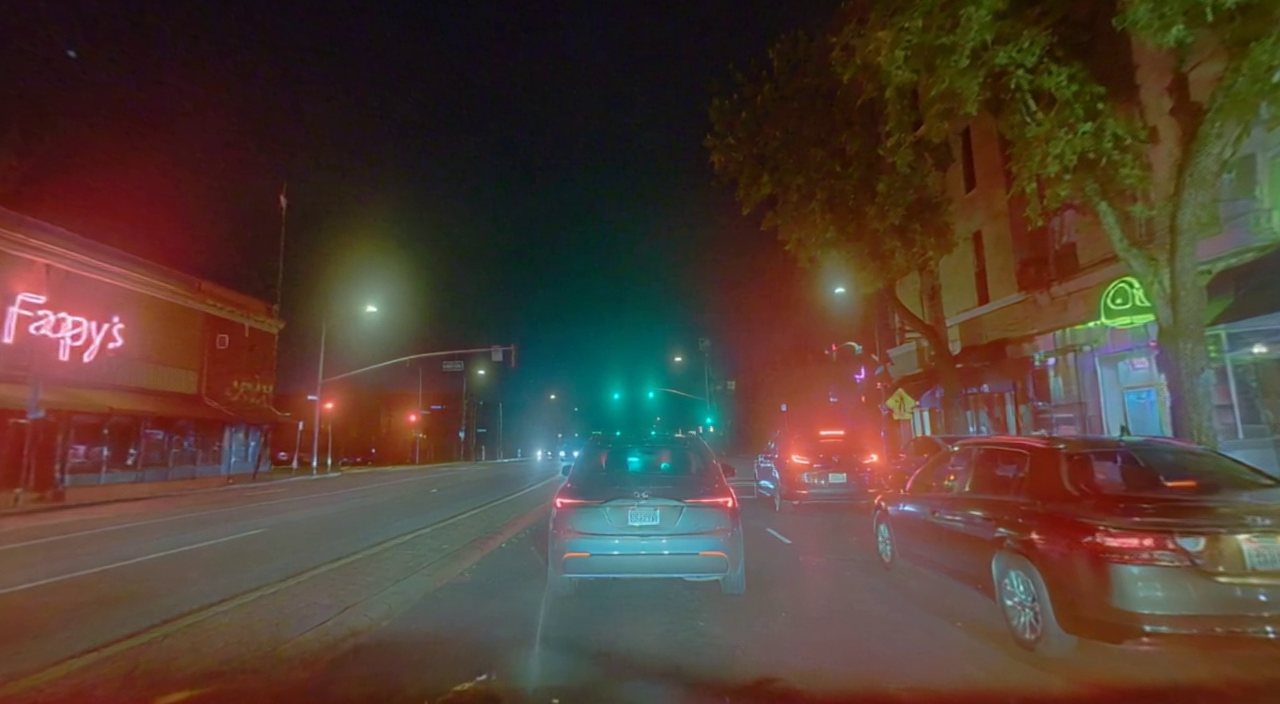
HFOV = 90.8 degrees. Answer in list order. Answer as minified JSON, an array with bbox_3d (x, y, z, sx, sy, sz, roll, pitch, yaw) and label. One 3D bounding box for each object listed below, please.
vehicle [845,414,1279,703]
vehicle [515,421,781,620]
[{"bbox_3d":[3.401,1.371,5.313,1.988,1.480,4.195,0,-9,1],"label":"vehicle"},{"bbox_3d":[0.053,1.550,6.636,2.006,1.487,3.535,0,-9,0],"label":"vehicle"}]
